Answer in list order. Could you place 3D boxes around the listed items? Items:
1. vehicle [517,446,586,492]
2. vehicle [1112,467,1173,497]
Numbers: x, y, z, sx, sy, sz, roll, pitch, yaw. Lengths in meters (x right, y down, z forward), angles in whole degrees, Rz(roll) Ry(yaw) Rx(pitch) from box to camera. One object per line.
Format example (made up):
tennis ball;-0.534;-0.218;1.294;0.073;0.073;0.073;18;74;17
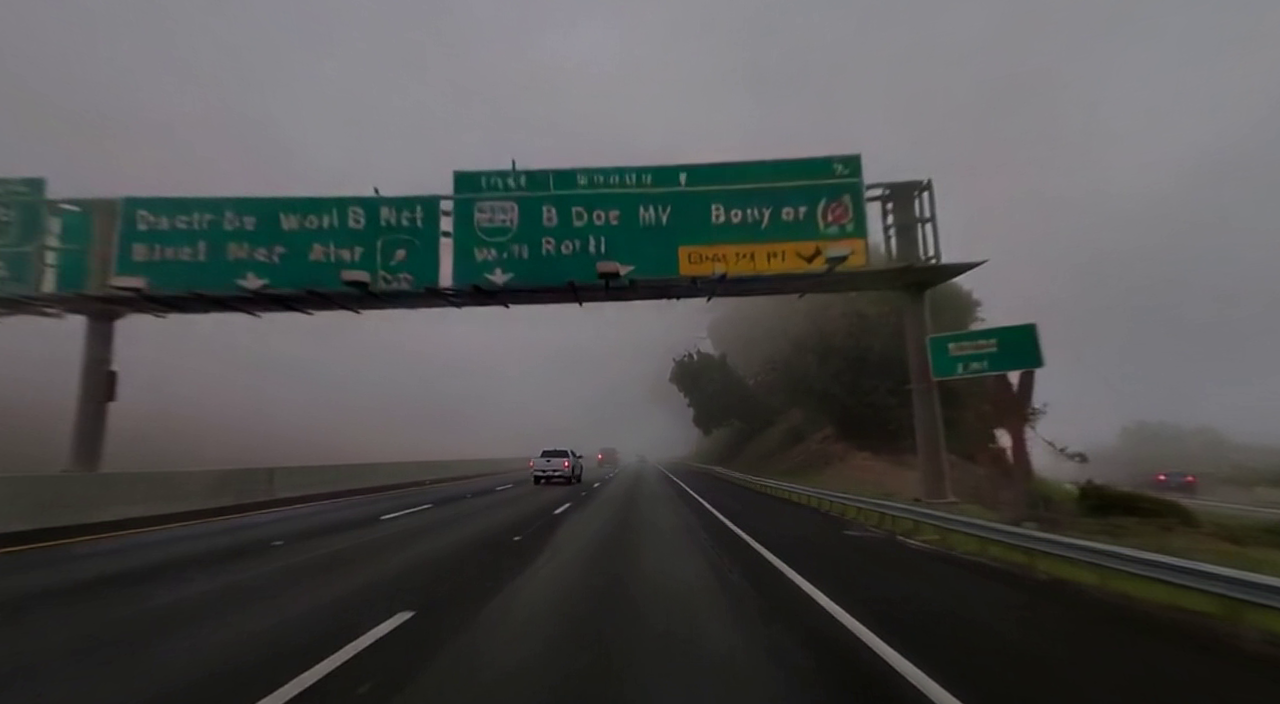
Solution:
vehicle;-3.613;4.879;26.683;2.162;1.747;4.791;0;-9;1
vehicle;34.088;8.779;42.850;2.136;1.776;4.825;-4;-10;26
